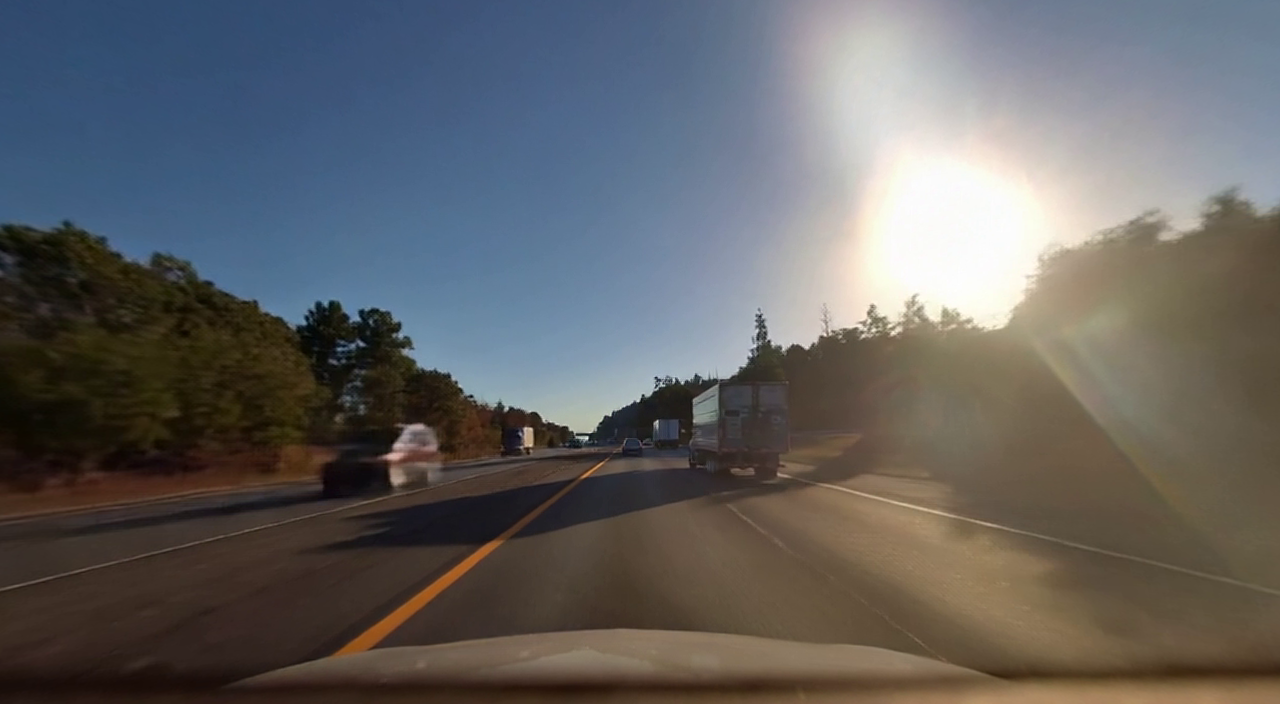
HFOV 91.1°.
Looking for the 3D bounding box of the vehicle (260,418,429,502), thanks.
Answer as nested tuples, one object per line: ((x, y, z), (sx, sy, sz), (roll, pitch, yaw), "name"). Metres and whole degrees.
((-7.813, 2.875, 17.332), (2.339, 1.965, 4.856), (0, -8, -1), "vehicle")

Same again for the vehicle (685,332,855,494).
((3.691, 2.422, 22.541), (2.919, 4.004, 13.911), (0, -8, -1), "vehicle")
